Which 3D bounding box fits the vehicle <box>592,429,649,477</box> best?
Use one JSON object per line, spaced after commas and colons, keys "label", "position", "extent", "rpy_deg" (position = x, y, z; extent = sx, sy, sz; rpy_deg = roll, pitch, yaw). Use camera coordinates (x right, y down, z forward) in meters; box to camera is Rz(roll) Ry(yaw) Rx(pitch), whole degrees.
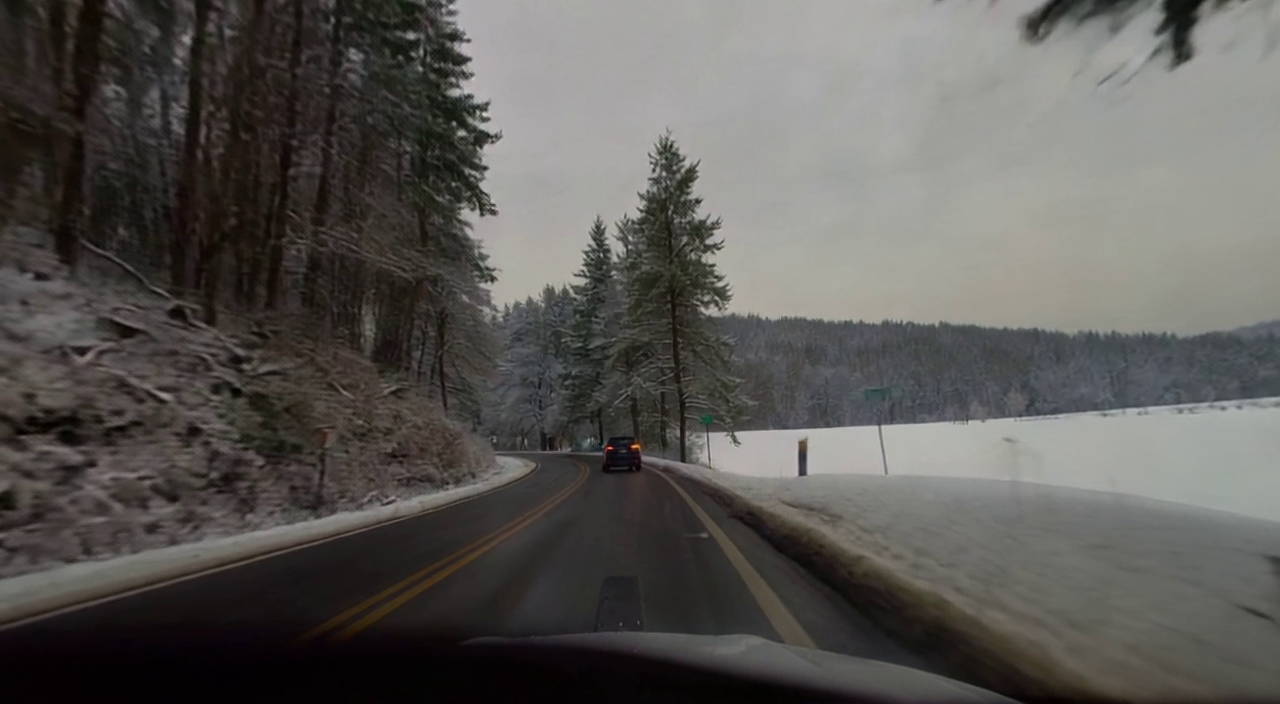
{"label": "vehicle", "position": [-1.020, 4.946, 31.061], "extent": [2.469, 1.953, 5.605], "rpy_deg": [-3, -8, -3]}
